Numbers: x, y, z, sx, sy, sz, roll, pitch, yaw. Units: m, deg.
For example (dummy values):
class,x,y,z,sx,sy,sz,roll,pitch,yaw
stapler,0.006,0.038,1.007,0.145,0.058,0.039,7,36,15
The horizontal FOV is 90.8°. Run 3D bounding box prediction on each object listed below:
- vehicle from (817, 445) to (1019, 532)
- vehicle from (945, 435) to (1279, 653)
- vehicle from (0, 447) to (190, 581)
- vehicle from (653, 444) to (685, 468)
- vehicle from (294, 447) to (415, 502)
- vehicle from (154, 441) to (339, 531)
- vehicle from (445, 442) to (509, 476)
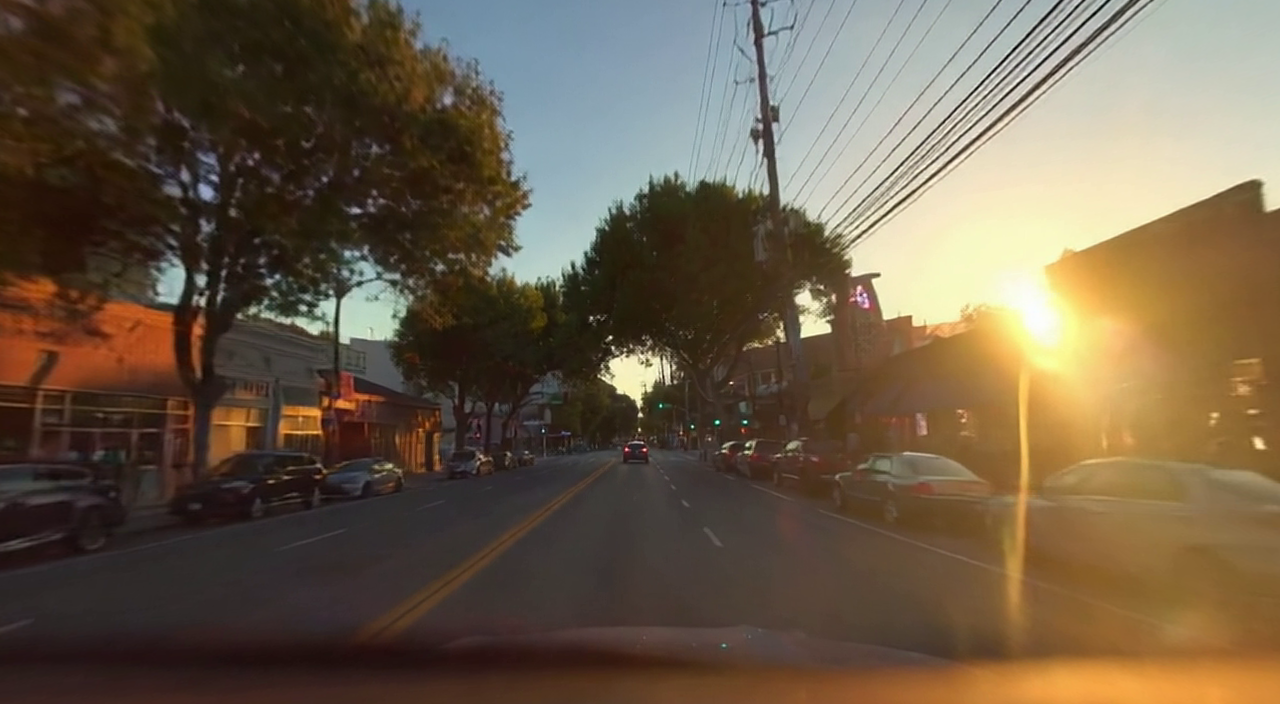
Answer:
class,x,y,z,sx,sy,sz,roll,pitch,yaw
vehicle,5.551,2.757,13.516,2.089,1.459,4.930,0,-8,0
vehicle,5.428,1.609,6.263,2.163,1.484,5.019,0,-9,-2
vehicle,-9.857,2.353,9.483,2.081,1.819,5.607,0,-9,0
vehicle,2.008,7.323,44.768,1.998,1.580,4.015,0,-9,-1
vehicle,-10.125,4.345,23.017,1.988,1.718,5.661,0,-9,-2
vehicle,-10.128,3.419,16.858,2.020,2.013,4.758,0,-9,-3
vehicle,-9.712,6.456,38.296,2.305,1.883,5.580,-1,-9,1
